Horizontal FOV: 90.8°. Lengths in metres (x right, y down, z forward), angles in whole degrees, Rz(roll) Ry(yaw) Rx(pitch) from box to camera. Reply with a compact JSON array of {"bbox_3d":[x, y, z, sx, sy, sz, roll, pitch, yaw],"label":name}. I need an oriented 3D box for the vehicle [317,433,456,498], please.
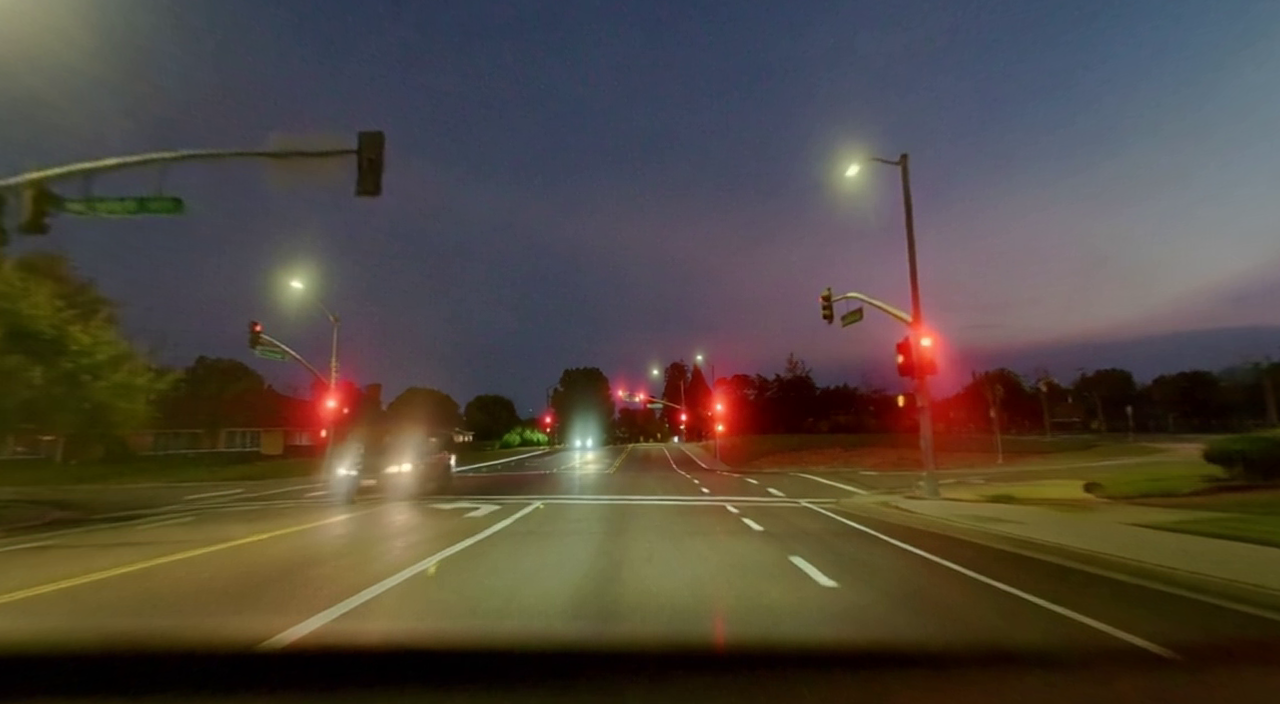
[{"bbox_3d":[-7.707,3.492,19.913,2.262,1.761,4.966,0,-8,1],"label":"vehicle"}]
